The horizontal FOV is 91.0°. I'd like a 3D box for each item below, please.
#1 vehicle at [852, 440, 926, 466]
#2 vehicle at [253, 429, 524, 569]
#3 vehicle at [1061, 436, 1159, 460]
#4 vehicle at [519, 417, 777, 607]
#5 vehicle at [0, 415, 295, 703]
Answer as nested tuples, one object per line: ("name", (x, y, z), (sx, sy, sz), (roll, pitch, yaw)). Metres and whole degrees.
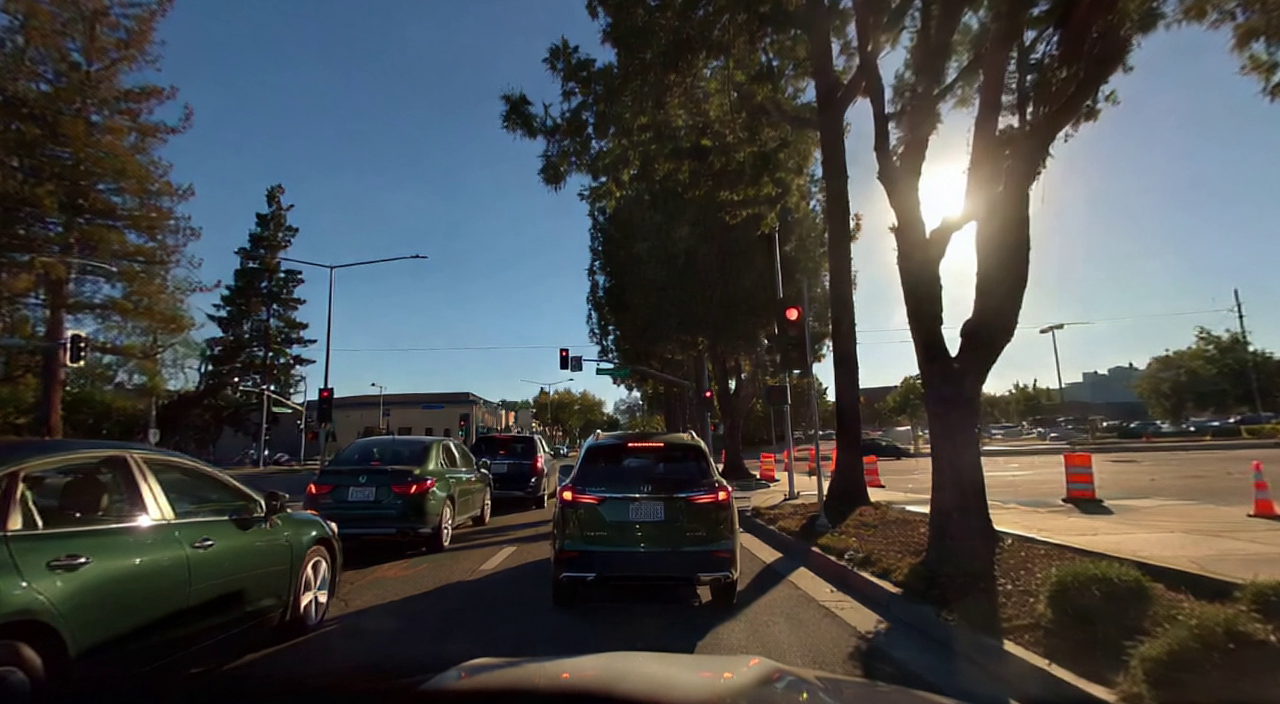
("vehicle", (16.074, 6.513, 40.790), (4.051, 1.583, 1.794), (0, -9, 1))
("vehicle", (-3.264, 2.004, 9.450), (1.989, 1.541, 4.626), (0, -9, 2))
("vehicle", (30.502, 6.242, 40.934), (4.807, 1.504, 1.837), (0, -9, 1))
("vehicle", (0.109, 1.626, 7.212), (2.167, 1.560, 3.676), (0, -9, 1))
("vehicle", (-3.593, 0.947, 2.162), (2.064, 1.497, 4.722), (0, -9, 1))
